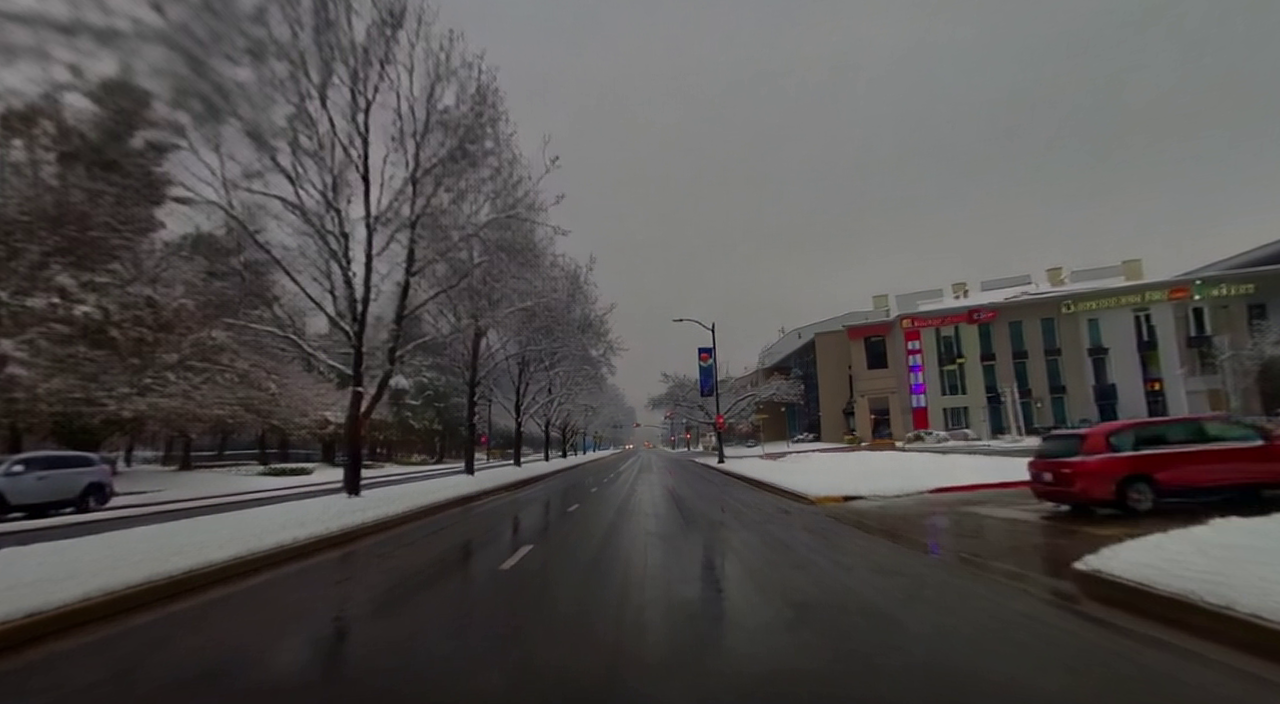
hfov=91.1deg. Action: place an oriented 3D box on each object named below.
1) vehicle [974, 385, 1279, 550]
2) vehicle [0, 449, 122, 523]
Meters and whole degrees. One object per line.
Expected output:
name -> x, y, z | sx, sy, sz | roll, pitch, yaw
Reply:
vehicle -> 8.500, 1.732, 10.109 | 4.716, 1.672, 2.330 | -10, -8, -2
vehicle -> -17.293, 3.672, 17.117 | 2.301, 1.821, 4.731 | -4, -8, 1
